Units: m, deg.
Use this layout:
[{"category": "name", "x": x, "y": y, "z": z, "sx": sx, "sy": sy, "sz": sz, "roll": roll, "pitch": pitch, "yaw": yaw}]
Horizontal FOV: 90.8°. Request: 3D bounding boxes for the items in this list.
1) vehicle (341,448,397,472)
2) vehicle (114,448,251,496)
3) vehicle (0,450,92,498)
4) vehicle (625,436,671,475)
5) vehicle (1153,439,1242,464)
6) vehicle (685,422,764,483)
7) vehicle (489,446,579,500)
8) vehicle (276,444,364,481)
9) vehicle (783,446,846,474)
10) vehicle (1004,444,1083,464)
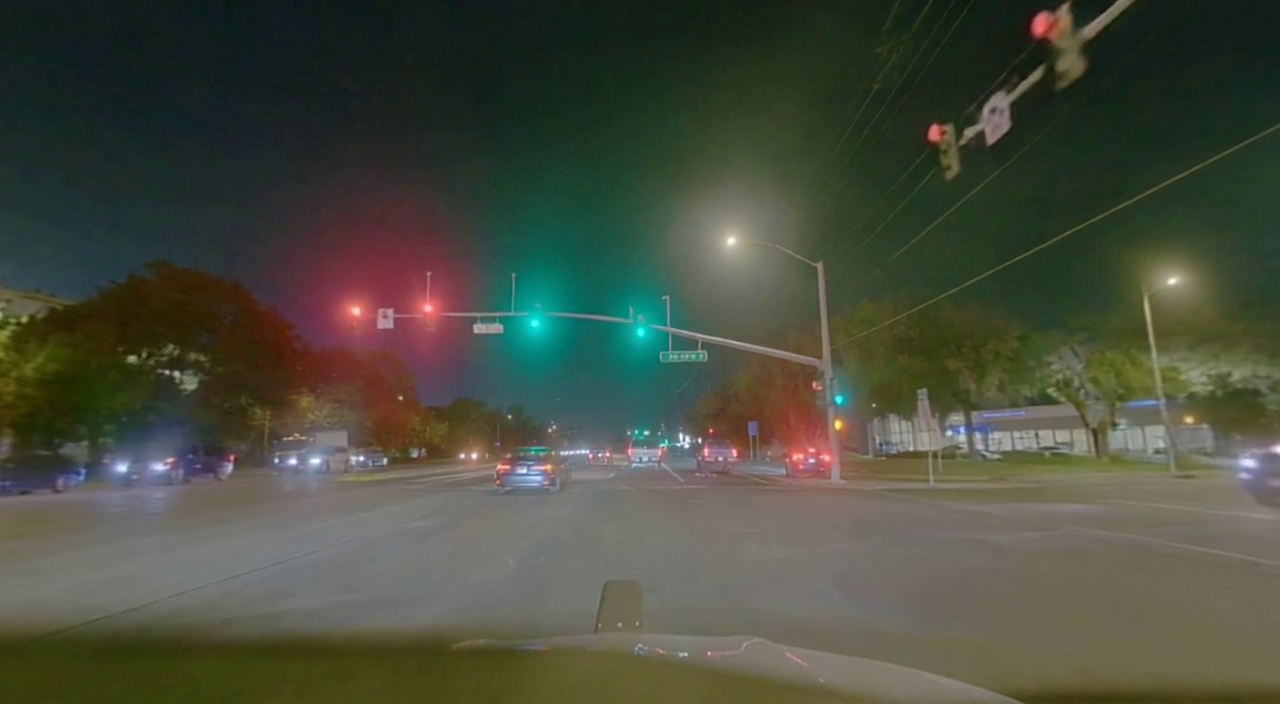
[{"category": "vehicle", "x": -20.553, "y": 8.216, "z": 48.161, "sx": 2.129, "sy": 1.668, "sz": 4.614, "roll": -1, "pitch": -9, "yaw": 1}, {"category": "vehicle", "x": -18.058, "y": 4.714, "z": 25.279, "sx": 1.958, "sy": 1.683, "sz": 4.559, "roll": 0, "pitch": -9, "yaw": 2}, {"category": "vehicle", "x": -24.550, "y": 4.743, "z": 24.444, "sx": 2.224, "sy": 1.759, "sz": 4.994, "roll": -4, "pitch": -9, "yaw": 0}, {"category": "vehicle", "x": 0.508, "y": 6.293, "z": 38.636, "sx": 2.643, "sy": 2.145, "sz": 5.585, "roll": 0, "pitch": -9, "yaw": 1}, {"category": "vehicle", "x": 34.615, "y": 6.181, "z": 39.347, "sx": 1.658, "sy": 1.506, "sz": 3.747, "roll": 2, "pitch": -9, "yaw": -12}, {"category": "vehicle", "x": 3.956, "y": 4.925, "z": 31.224, "sx": 2.905, "sy": 2.636, "sz": 6.895, "roll": 0, "pitch": -9, "yaw": 0}, {"category": "vehicle", "x": -3.201, "y": 3.736, "z": 20.009, "sx": 1.939, "sy": 1.494, "sz": 4.499, "roll": 0, "pitch": -9, "yaw": 2}, {"category": "vehicle", "x": -17.517, "y": 6.038, "z": 34.928, "sx": 2.000, "sy": 1.894, "sz": 5.301, "roll": 0, "pitch": -9, "yaw": 1}, {"category": "vehicle", "x": 10.835, "y": 6.735, "z": 39.556, "sx": 2.010, "sy": 1.633, "sz": 4.246, "roll": 2, "pitch": -9, "yaw": -13}, {"category": "vehicle", "x": 30.788, "y": 7.749, "z": 48.329, "sx": 1.868, "sy": 1.447, "sz": 4.690, "roll": 5, "pitch": -10, "yaw": -28}]
